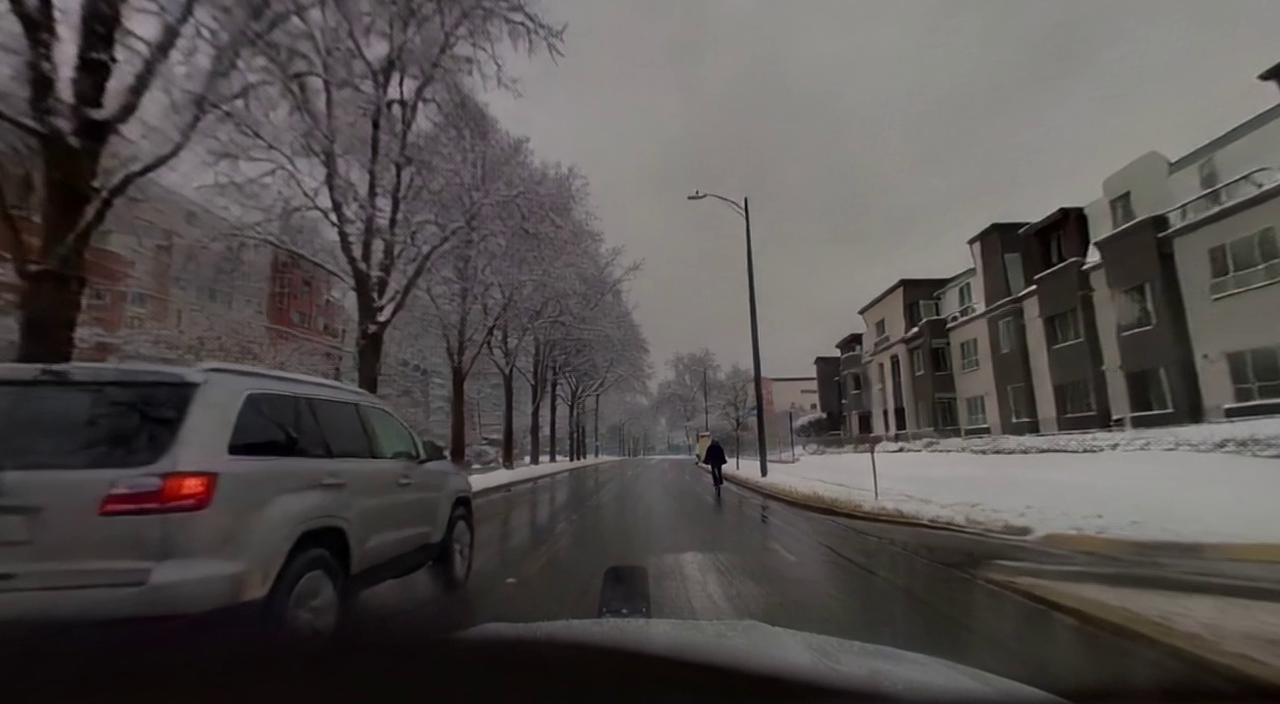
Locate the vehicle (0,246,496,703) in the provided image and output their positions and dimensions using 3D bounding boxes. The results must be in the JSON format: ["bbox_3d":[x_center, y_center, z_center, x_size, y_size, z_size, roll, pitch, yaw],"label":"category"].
[{"bbox_3d":[-2.779,1.025,4.245,2.294,1.859,5.127,-1,-9,1],"label":"vehicle"}]
